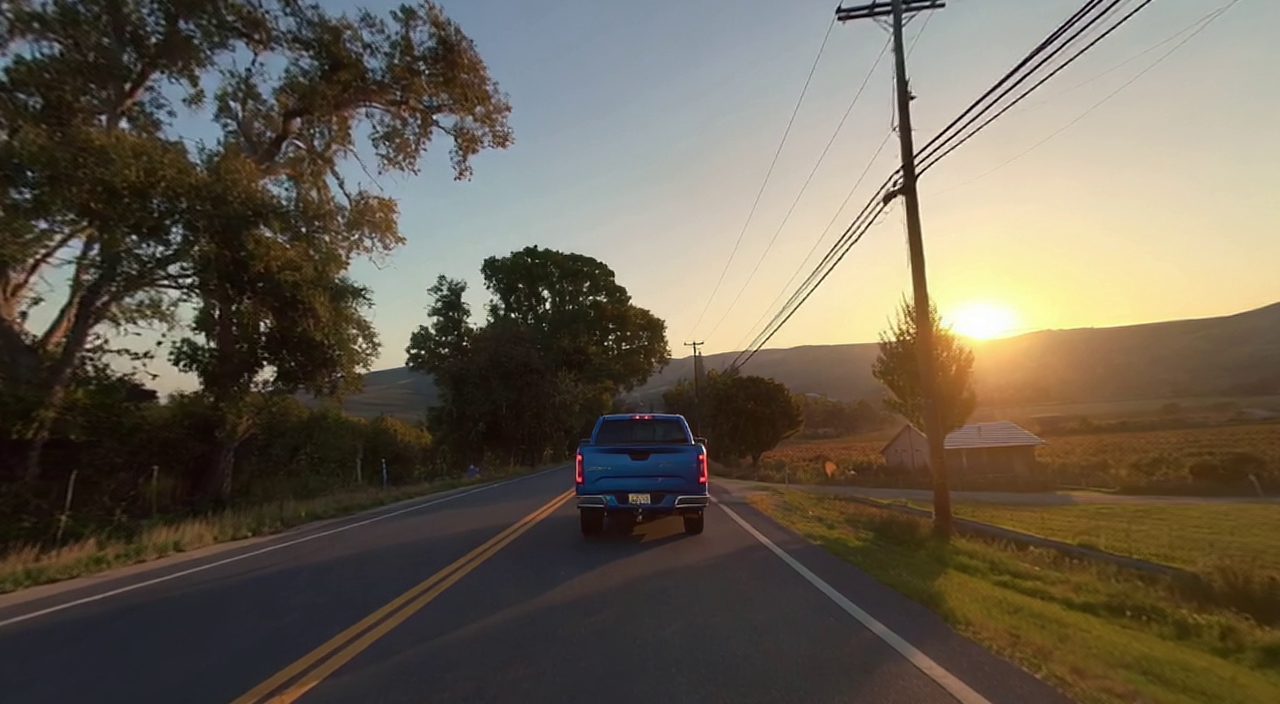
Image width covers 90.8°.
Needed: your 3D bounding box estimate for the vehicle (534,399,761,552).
[{"bbox_3d":[0.058,1.949,10.774,2.774,1.861,5.885,0,-8,-1],"label":"vehicle"}]
